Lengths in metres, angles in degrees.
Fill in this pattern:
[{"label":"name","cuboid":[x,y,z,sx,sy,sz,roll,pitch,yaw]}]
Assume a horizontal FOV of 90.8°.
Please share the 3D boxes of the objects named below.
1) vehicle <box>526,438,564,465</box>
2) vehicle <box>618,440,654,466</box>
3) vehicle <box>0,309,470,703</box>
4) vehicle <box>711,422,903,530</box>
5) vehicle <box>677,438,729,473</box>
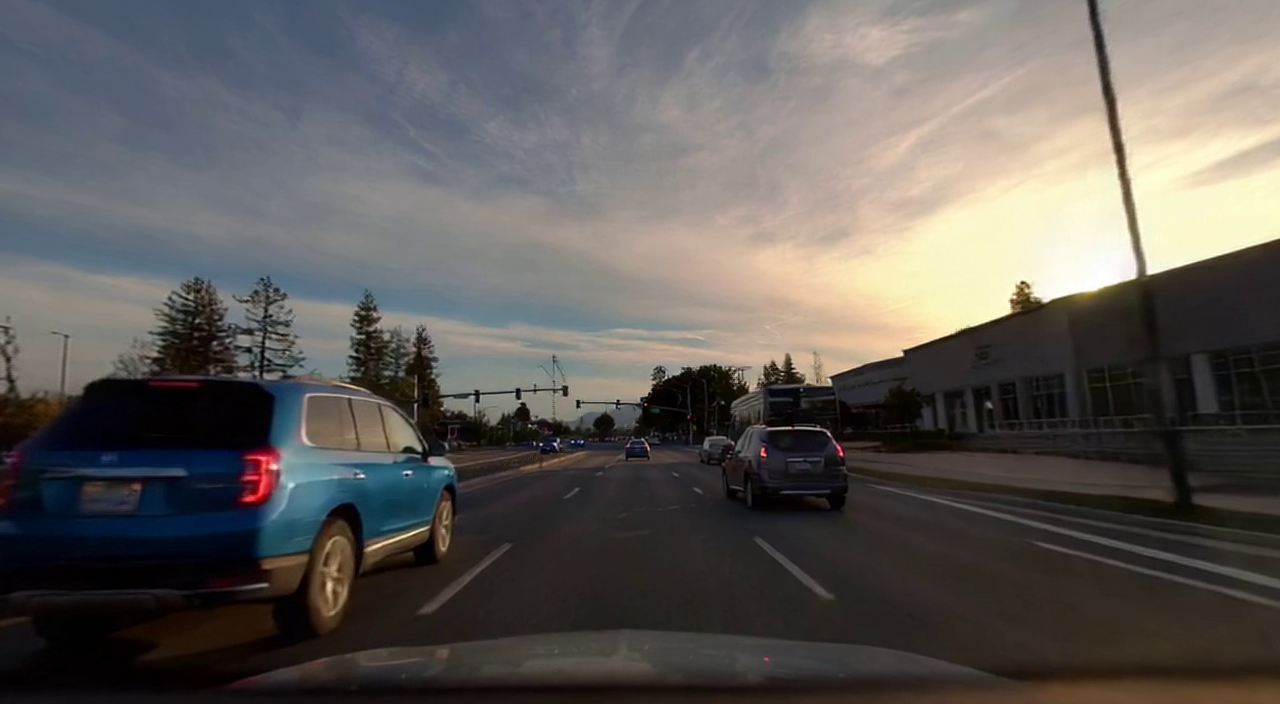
[{"label":"vehicle","cuboid":[-6.787,7.130,45.472,2.136,1.837,4.669,0,-8,-2]},{"label":"vehicle","cuboid":[-0.280,6.100,38.127,2.008,1.464,4.052,0,-8,-1]},{"label":"vehicle","cuboid":[-3.357,1.172,5.840,2.368,2.037,5.319,0,-9,-4]},{"label":"vehicle","cuboid":[2.759,2.199,11.833,2.174,1.596,4.779,0,-8,-1]},{"label":"vehicle","cuboid":[2.868,4.811,29.607,1.842,1.480,4.155,0,-8,-2]}]
